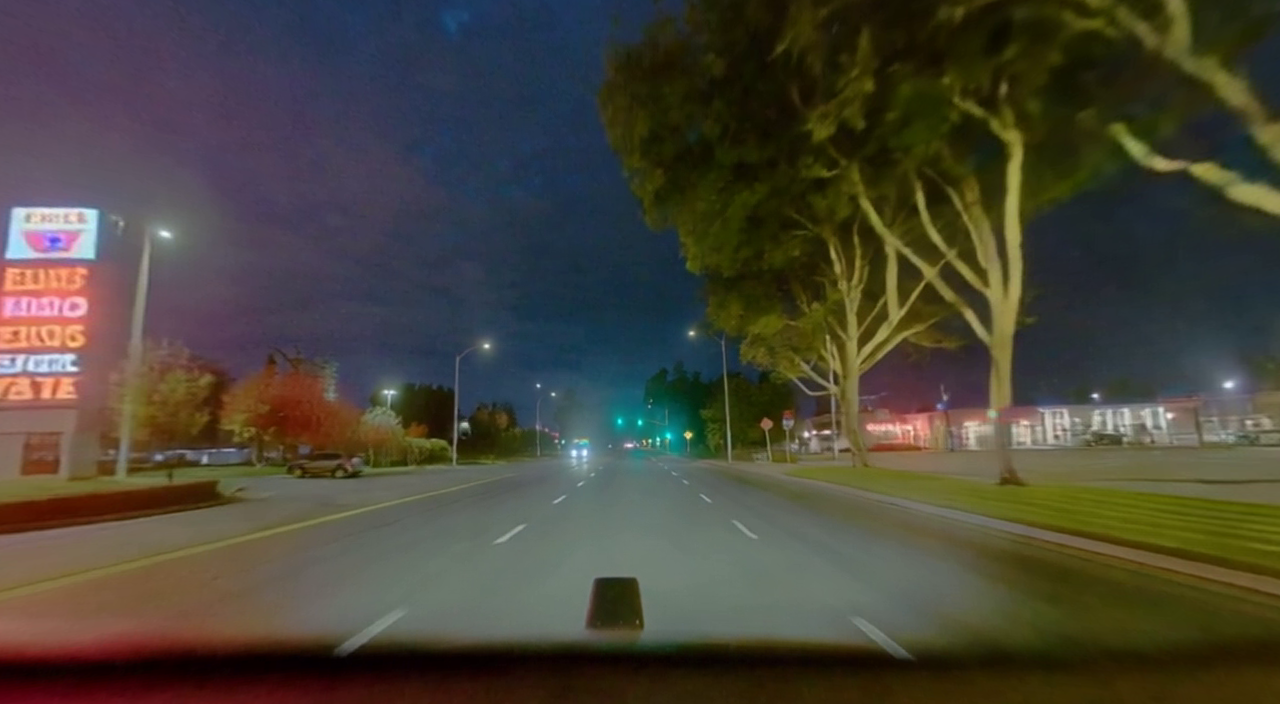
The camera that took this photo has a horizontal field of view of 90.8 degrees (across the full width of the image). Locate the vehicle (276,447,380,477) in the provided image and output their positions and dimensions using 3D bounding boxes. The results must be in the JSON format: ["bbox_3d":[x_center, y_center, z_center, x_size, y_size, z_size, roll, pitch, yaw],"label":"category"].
[{"bbox_3d":[-17.082,6.043,34.758,4.658,1.544,2.056,0,-8,1],"label":"vehicle"}]
